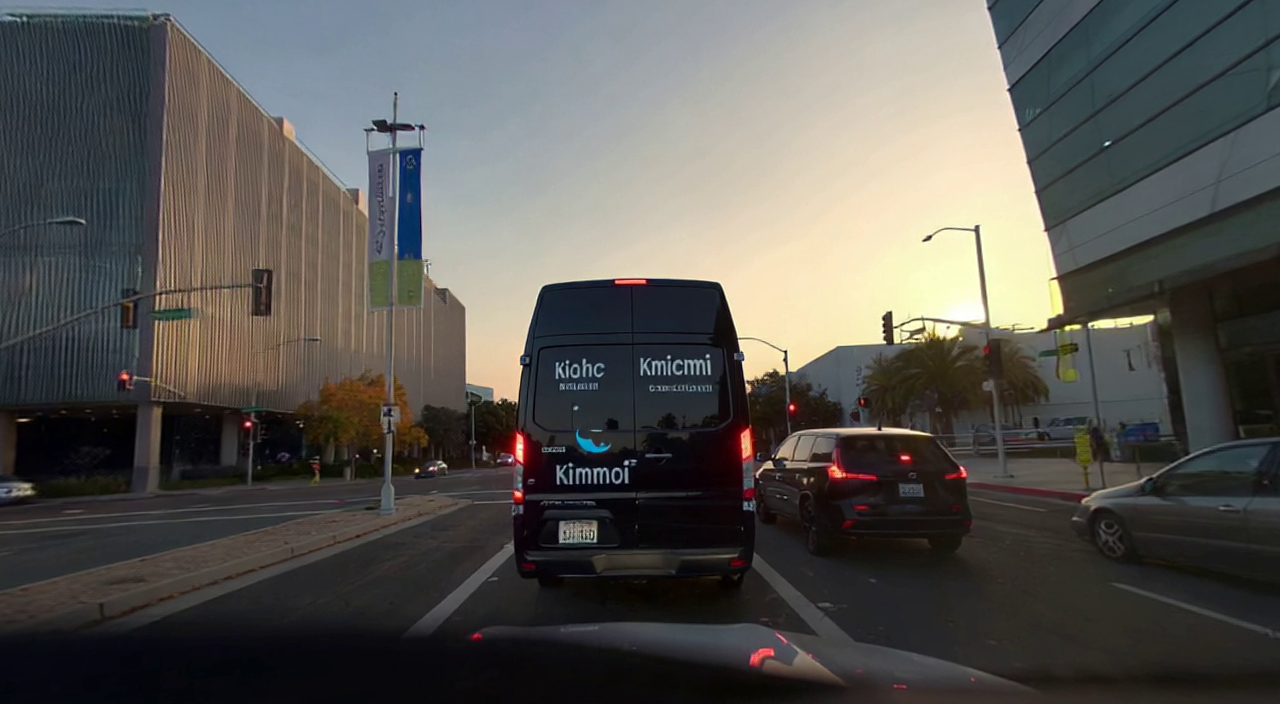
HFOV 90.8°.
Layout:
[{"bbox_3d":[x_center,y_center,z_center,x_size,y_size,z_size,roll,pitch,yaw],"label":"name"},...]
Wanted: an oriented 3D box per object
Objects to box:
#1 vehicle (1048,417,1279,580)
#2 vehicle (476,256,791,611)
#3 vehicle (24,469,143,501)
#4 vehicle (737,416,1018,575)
[{"bbox_3d":[7.526,1.577,7.004,1.963,1.669,4.678,3,-9,-20],"label":"vehicle"},{"bbox_3d":[-0.027,1.187,9.087,2.613,3.035,7.342,0,-8,1],"label":"vehicle"},{"bbox_3d":[-31.096,7.437,35.407,4.806,1.652,1.869,0,-8,-2],"label":"vehicle"},{"bbox_3d":[2.880,1.863,9.046,2.183,1.676,4.506,0,-8,-1],"label":"vehicle"}]
